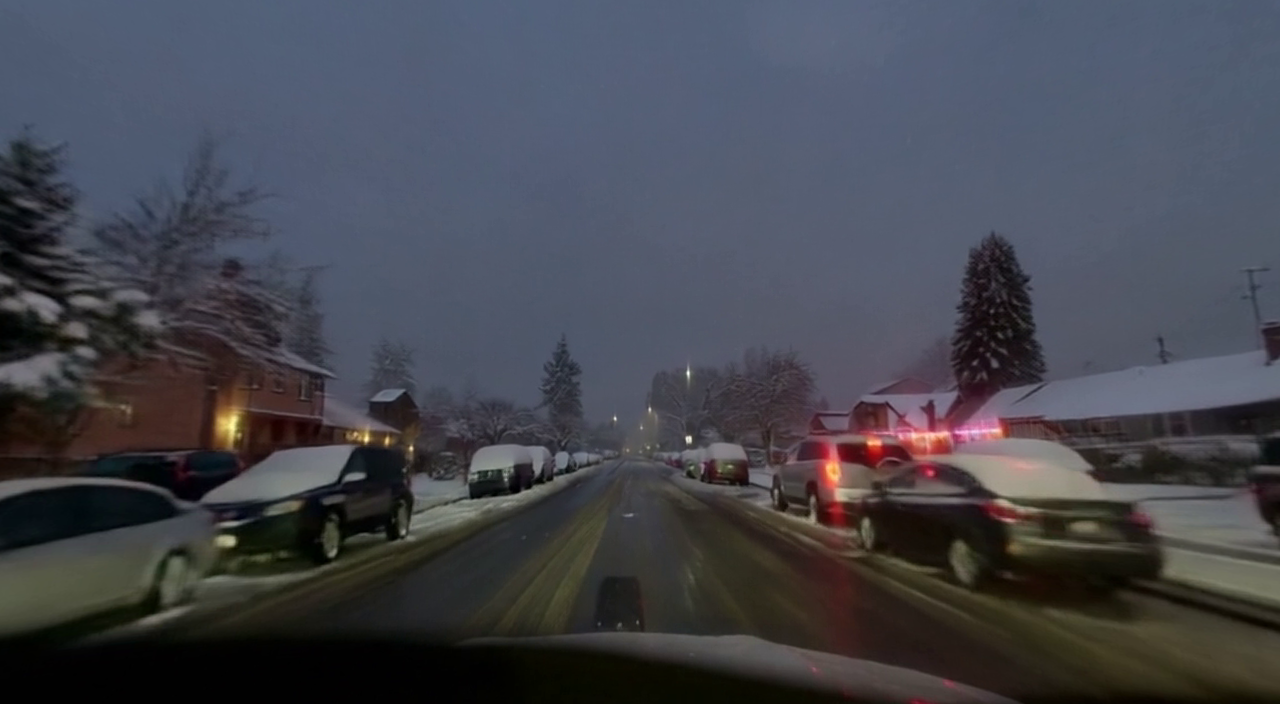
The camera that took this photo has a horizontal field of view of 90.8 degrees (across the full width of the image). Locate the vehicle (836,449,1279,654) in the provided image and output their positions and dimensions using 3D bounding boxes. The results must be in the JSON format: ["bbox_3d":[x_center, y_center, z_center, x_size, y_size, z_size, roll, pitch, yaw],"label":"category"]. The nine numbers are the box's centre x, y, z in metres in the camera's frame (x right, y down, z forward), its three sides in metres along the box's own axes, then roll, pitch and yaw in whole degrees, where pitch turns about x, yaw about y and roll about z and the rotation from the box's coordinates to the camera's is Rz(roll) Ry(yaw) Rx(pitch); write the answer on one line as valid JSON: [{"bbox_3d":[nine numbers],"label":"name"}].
[{"bbox_3d":[4.163,1.933,7.482,1.850,1.516,5.066,0,-8,-3],"label":"vehicle"}]

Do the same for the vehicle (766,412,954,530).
[{"bbox_3d":[4.921,2.786,15.361,2.384,2.317,5.579,0,-9,-1],"label":"vehicle"}]

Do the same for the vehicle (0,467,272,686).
[{"bbox_3d":[-5.025,1.649,5.000,1.690,1.316,4.249,0,-9,-1],"label":"vehicle"}]

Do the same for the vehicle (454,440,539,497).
[{"bbox_3d":[-5.020,4.165,22.722,2.035,1.822,4.348,0,-10,0],"label":"vehicle"}]

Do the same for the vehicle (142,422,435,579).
[{"bbox_3d":[-5.067,2.227,10.209,2.022,1.822,5.002,-1,-10,-3],"label":"vehicle"}]

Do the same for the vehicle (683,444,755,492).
[{"bbox_3d":[3.534,5.333,29.623,2.415,1.963,5.688,0,-8,-2],"label":"vehicle"}]
